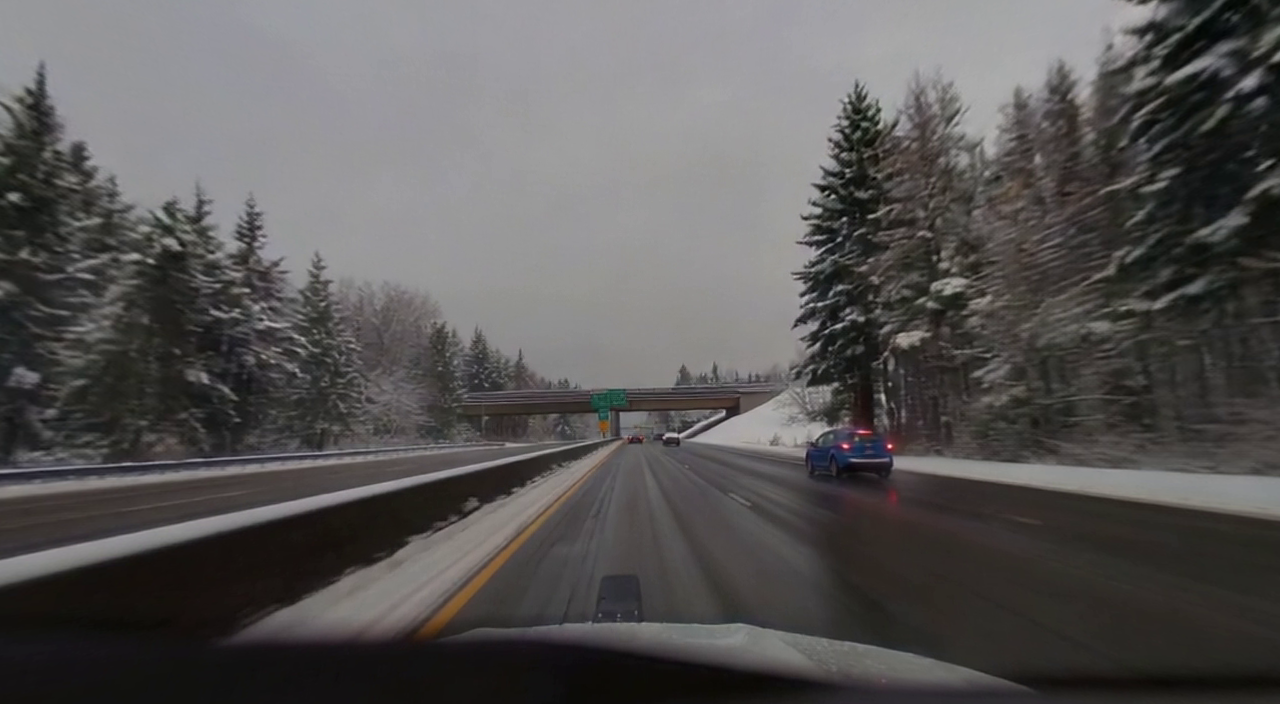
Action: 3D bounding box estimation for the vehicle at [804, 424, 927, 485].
[{"bbox_3d":[6.515,2.990,18.736,1.940,1.578,4.122,0,-8,-3],"label":"vehicle"}]
